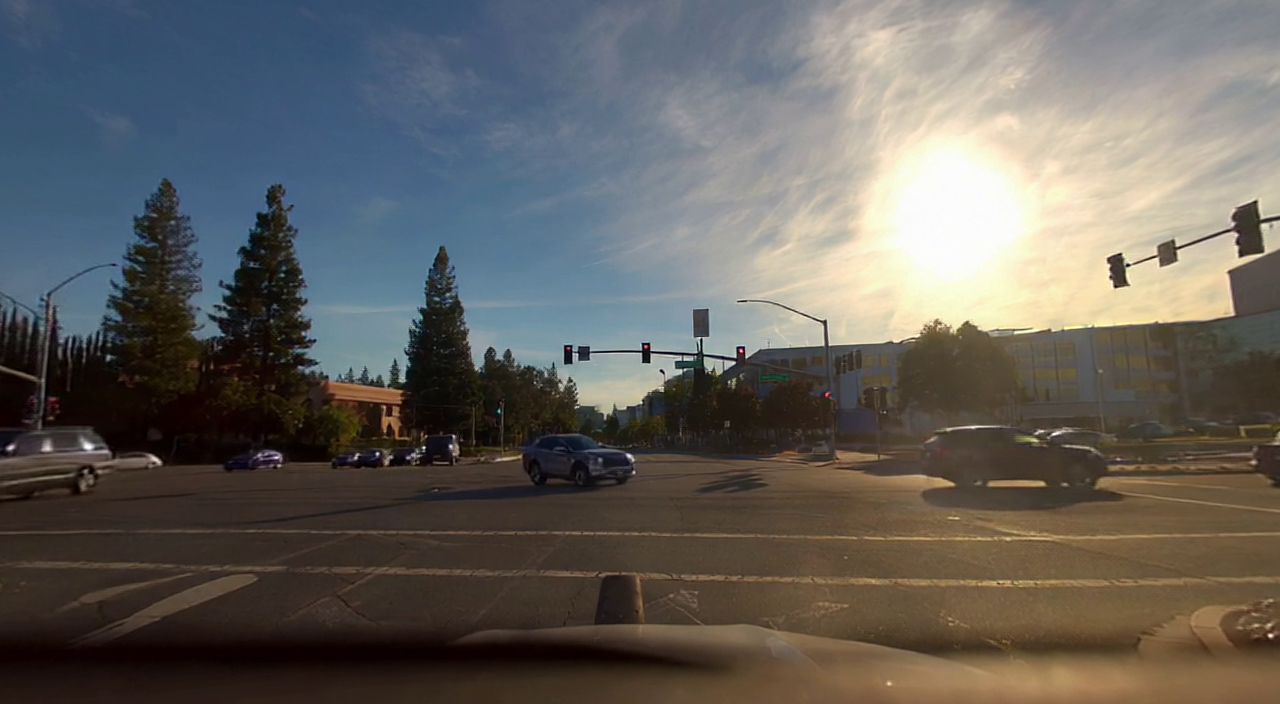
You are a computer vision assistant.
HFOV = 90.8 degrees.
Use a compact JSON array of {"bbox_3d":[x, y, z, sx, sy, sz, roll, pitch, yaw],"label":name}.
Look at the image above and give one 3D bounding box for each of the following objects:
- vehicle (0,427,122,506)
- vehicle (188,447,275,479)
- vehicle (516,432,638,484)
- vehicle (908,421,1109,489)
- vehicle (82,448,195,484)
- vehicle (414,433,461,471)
[{"bbox_3d":[-16.386,2.945,16.365,1.977,1.878,4.575,0,-9,0],"label":"vehicle"},{"bbox_3d":[-23.013,6.217,35.818,1.938,1.676,4.483,0,-9,0],"label":"vehicle"},{"bbox_3d":[-2.313,3.780,22.812,4.180,1.678,1.982,-7,-11,37],"label":"vehicle"},{"bbox_3d":[10.930,3.112,19.180,4.767,1.877,2.017,-2,-9,12],"label":"vehicle"},{"bbox_3d":[-27.726,6.284,35.171,2.007,1.783,4.694,-1,-9,8],"label":"vehicle"},{"bbox_3d":[-11.312,5.573,35.442,2.223,1.972,5.310,2,-9,-17],"label":"vehicle"}]
